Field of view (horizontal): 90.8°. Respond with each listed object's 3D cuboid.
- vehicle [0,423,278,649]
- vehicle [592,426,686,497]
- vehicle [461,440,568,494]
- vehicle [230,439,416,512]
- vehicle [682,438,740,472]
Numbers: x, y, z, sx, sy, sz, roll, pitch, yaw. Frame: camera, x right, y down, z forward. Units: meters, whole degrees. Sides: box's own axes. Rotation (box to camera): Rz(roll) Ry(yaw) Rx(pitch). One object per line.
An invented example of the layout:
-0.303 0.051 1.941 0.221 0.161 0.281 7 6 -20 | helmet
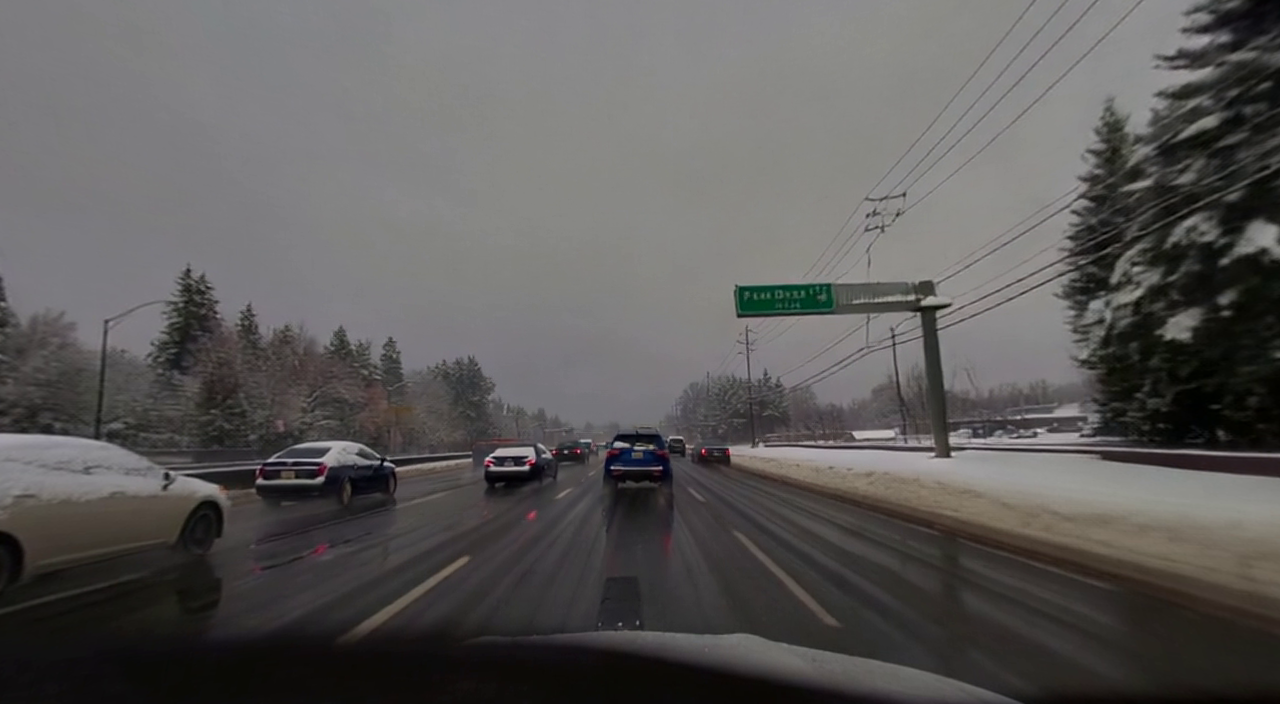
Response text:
-5.198 1.369 5.271 1.958 1.447 4.454 1 -8 -4 | vehicle
-0.013 2.968 17.405 2.284 1.699 4.168 0 -8 0 | vehicle
-3.609 3.399 19.165 2.203 1.425 4.610 0 -8 1 | vehicle
-7.174 2.815 15.008 1.959 1.435 4.719 0 -8 0 | vehicle
3.281 4.873 30.134 2.197 1.464 4.356 0 -8 -1 | vehicle
